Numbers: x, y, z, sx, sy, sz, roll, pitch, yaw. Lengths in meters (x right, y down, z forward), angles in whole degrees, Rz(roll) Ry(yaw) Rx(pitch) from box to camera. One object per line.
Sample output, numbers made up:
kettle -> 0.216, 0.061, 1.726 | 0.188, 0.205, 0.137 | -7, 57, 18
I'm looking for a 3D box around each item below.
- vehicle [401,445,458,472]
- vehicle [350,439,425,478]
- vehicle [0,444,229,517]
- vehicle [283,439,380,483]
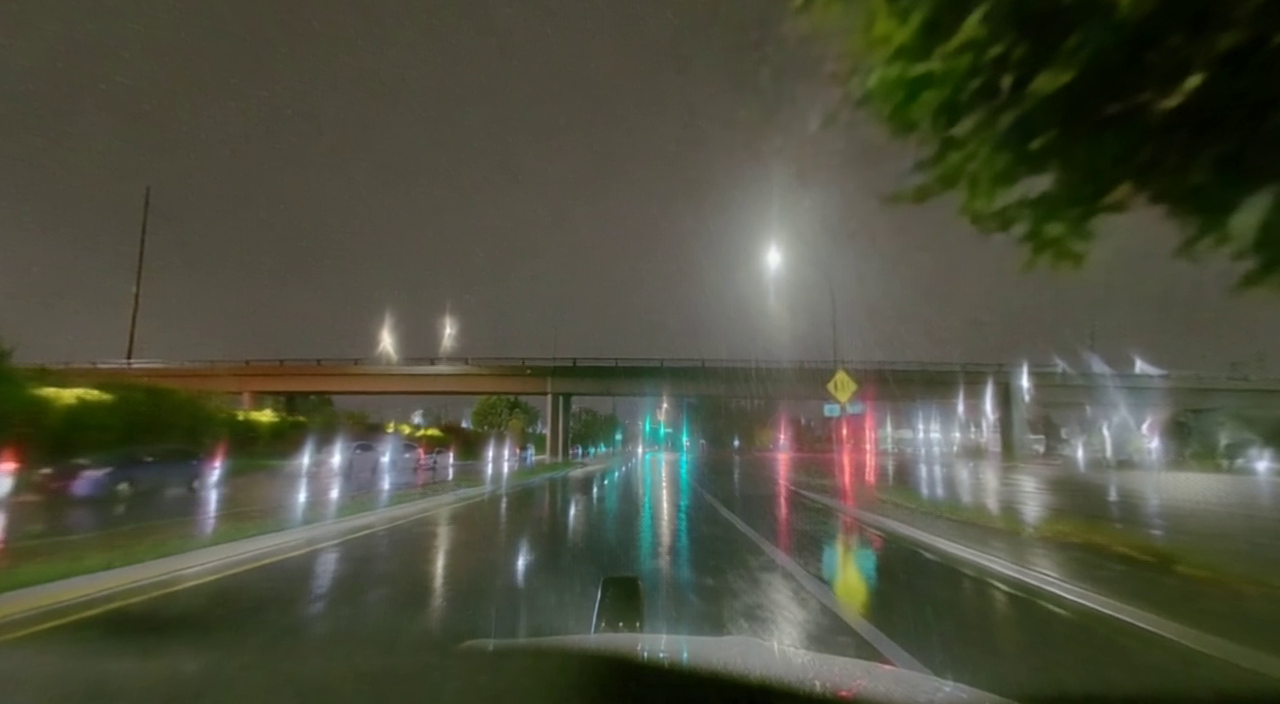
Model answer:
vehicle -> -13.078, 6.692, 39.533 | 1.847, 1.498, 4.368 | 1, -10, 2
vehicle -> -13.256, 5.601, 33.469 | 1.886, 1.801, 4.337 | 2, -8, 3
vehicle -> -13.743, 3.196, 16.483 | 2.155, 1.477, 5.369 | 2, -8, 3
vehicle -> -13.209, 4.699, 27.418 | 1.903, 1.703, 4.346 | 1, -9, 1
